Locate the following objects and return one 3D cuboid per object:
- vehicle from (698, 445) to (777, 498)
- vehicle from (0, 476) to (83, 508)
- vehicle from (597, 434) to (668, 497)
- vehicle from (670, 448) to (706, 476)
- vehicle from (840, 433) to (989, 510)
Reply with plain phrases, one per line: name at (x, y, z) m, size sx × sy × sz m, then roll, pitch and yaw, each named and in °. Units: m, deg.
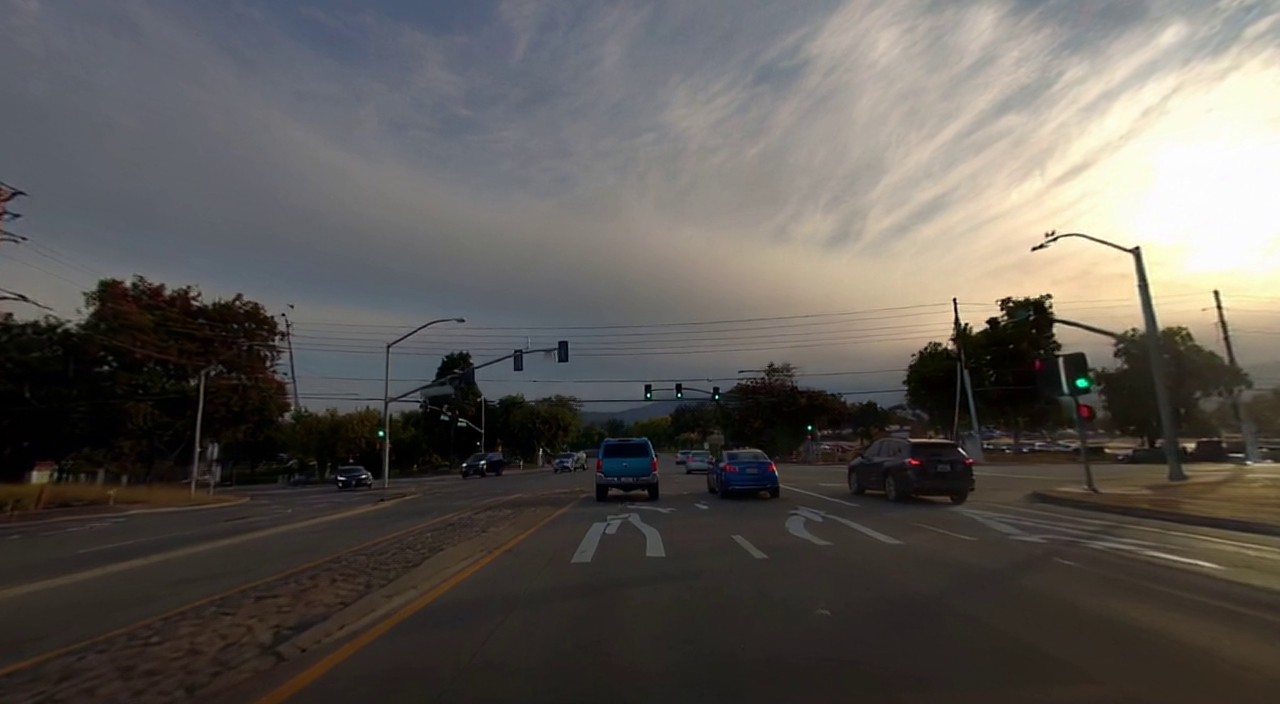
vehicle at (3.170, 3.988, 21.514) m, size 1.880 × 1.579 × 4.401 m, roll 0°, pitch -9°, yaw -2°
vehicle at (-45.192, 10.530, 47.805) m, size 1.938 × 2.001 × 4.600 m, roll 0°, pitch -9°, yaw -4°
vehicle at (-0.242, 3.933, 22.281) m, size 2.231 × 1.998 × 4.254 m, roll 0°, pitch -9°, yaw 0°
vehicle at (3.160, 7.287, 42.159) m, size 1.915 × 1.765 × 4.047 m, roll 0°, pitch -9°, yaw -2°
vehicle at (7.069, 3.100, 16.896) m, size 1.929 × 1.753 × 4.396 m, roll 0°, pitch -9°, yaw -1°
